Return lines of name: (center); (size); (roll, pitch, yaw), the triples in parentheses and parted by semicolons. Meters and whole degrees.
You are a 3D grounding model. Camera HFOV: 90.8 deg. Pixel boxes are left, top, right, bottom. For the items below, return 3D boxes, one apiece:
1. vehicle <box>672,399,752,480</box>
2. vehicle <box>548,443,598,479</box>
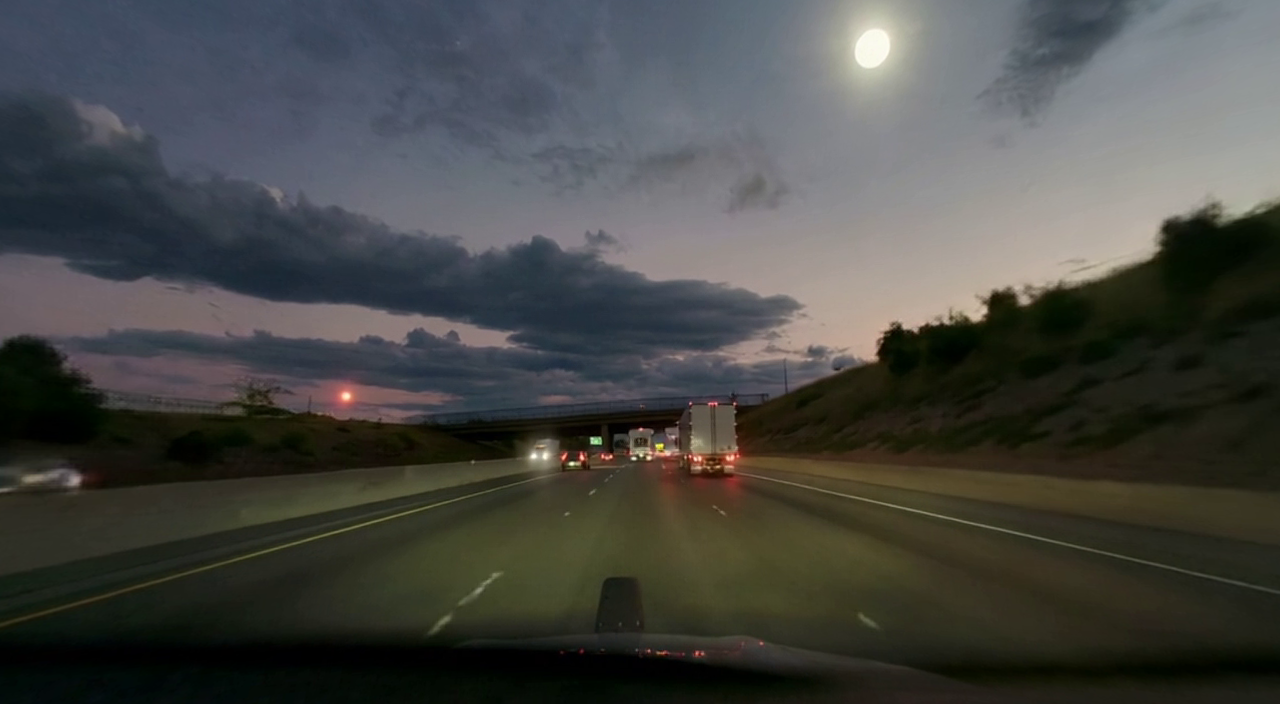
vehicle: (4.046, 5.676, 40.175); (3.131, 4.037, 16.729); (0, -9, 0)
vehicle: (-3.238, 5.393, 31.388); (2.007, 1.647, 3.854); (0, -9, 1)
